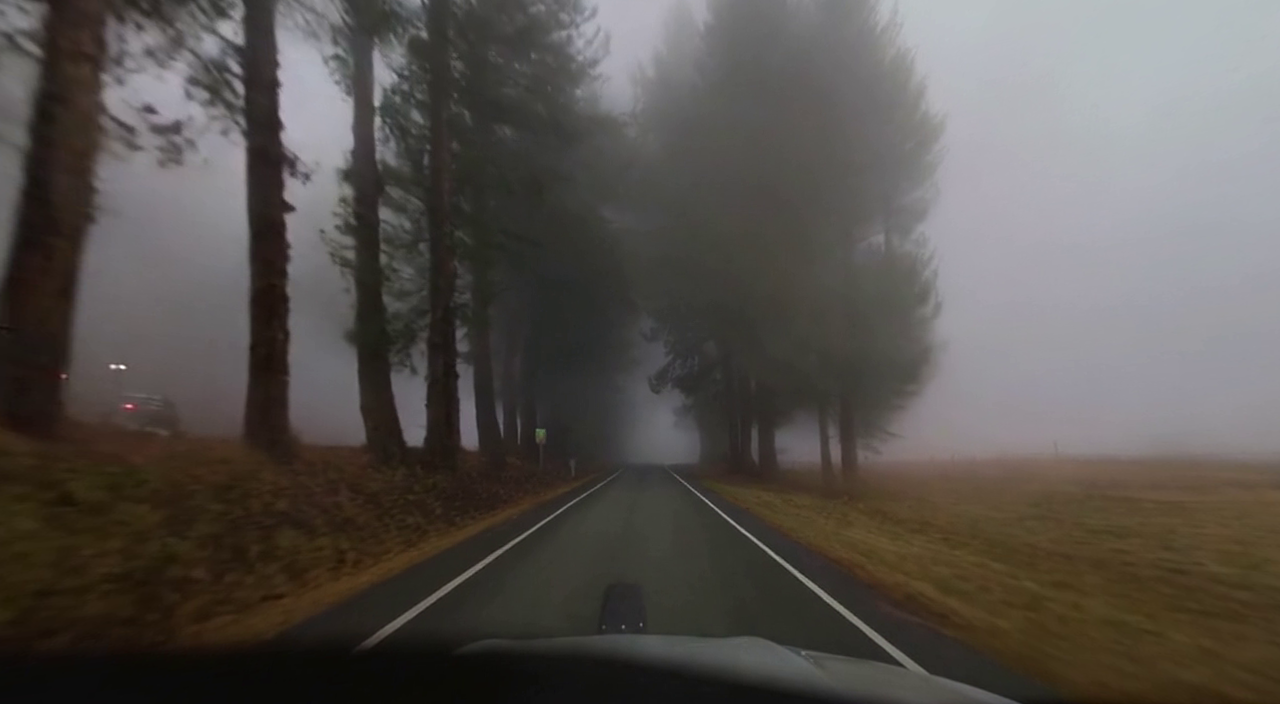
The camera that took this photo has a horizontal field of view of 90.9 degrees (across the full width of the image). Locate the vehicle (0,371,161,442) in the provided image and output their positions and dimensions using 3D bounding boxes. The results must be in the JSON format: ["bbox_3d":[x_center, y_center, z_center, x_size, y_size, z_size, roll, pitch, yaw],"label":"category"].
[{"bbox_3d":[-19.077,1.923,20.643,2.339,1.956,5.312,-1,-8,4],"label":"vehicle"}]
